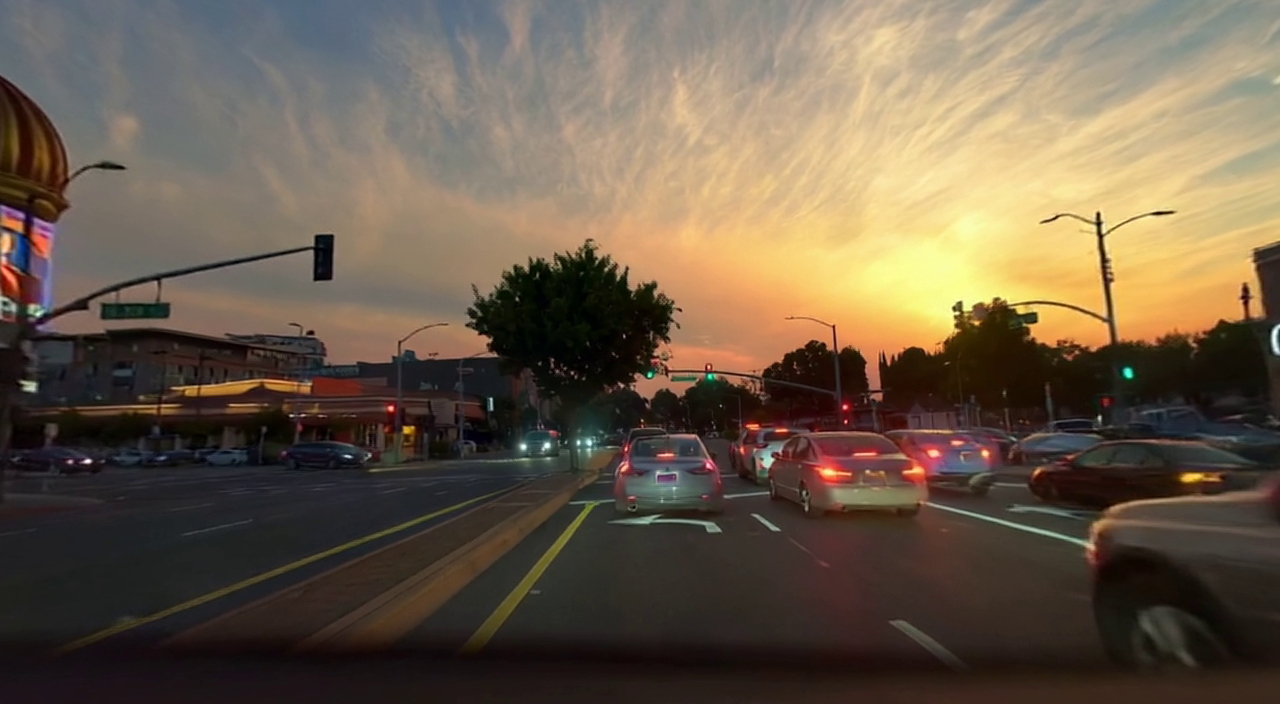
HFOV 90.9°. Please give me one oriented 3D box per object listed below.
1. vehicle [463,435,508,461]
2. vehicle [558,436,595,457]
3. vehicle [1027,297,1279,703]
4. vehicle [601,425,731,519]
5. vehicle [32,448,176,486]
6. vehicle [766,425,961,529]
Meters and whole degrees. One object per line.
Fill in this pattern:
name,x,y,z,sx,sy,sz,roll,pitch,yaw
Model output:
vehicle,-11.519,7.187,47.378,2.122,1.829,4.559,0,-8,1
vehicle,-4.795,7.257,48.361,2.200,1.480,4.292,0,-8,2
vehicle,3.122,0.544,0.874,2.038,1.787,4.946,0,-8,1
vehicle,0.398,2.218,12.129,2.073,1.496,3.892,0,-8,-1
vehicle,-25.948,5.564,30.733,4.833,1.701,2.077,2,-9,-12
vehicle,3.691,2.144,11.431,1.883,1.480,4.489,0,-8,0
